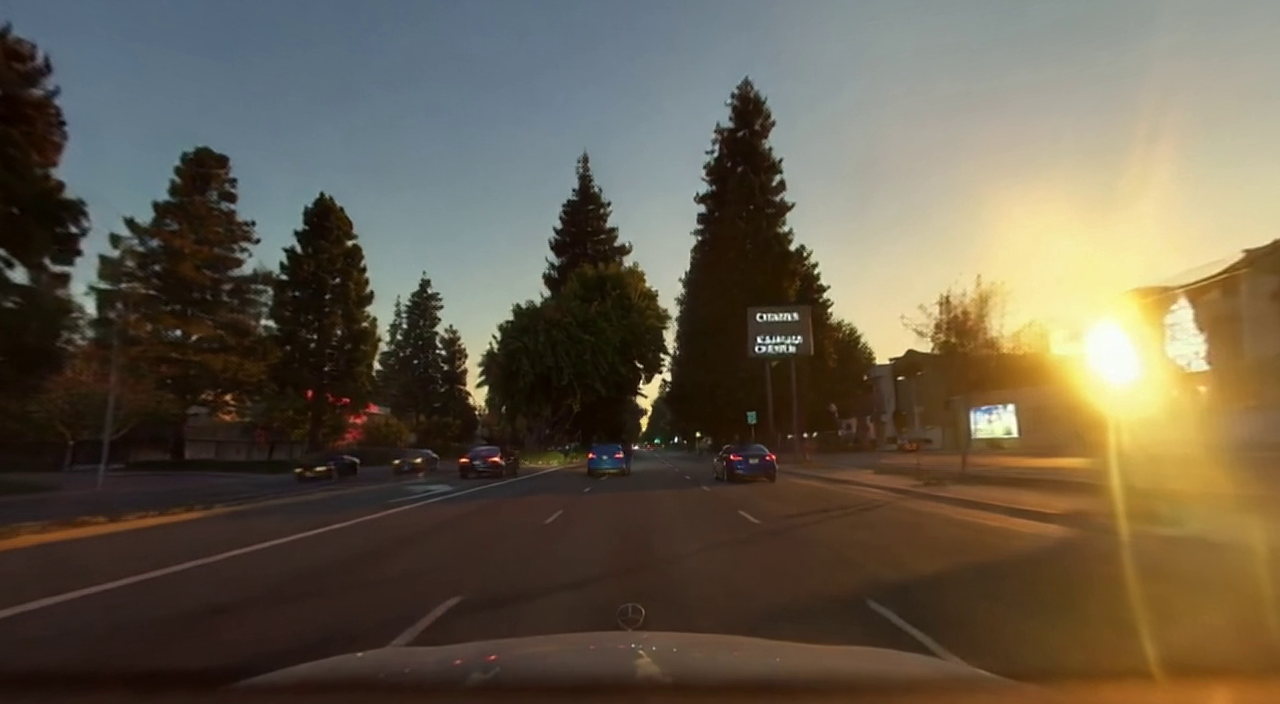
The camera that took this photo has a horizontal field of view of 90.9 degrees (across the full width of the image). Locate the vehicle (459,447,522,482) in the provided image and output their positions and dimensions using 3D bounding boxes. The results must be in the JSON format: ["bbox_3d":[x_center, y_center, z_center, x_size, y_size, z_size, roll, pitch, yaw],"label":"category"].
[{"bbox_3d":[-6.769,5.121,29.014,1.993,1.444,3.965,0,-9,-1],"label":"vehicle"}]

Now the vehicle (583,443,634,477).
[{"bbox_3d":[-1.455,5.221,30.647,2.001,1.504,4.212,-1,-9,4],"label":"vehicle"}]

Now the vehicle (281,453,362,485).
[{"bbox_3d":[-16.133,5.926,32.198,1.841,1.479,4.286,-1,-9,1],"label":"vehicle"}]

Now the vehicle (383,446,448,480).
[{"bbox_3d":[-12.040,5.952,34.102,1.944,1.662,4.160,-1,-9,0],"label":"vehicle"}]

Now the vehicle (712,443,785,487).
[{"bbox_3d":[4.019,4.258,24.111,1.977,1.474,4.399,0,-9,-1],"label":"vehicle"}]
